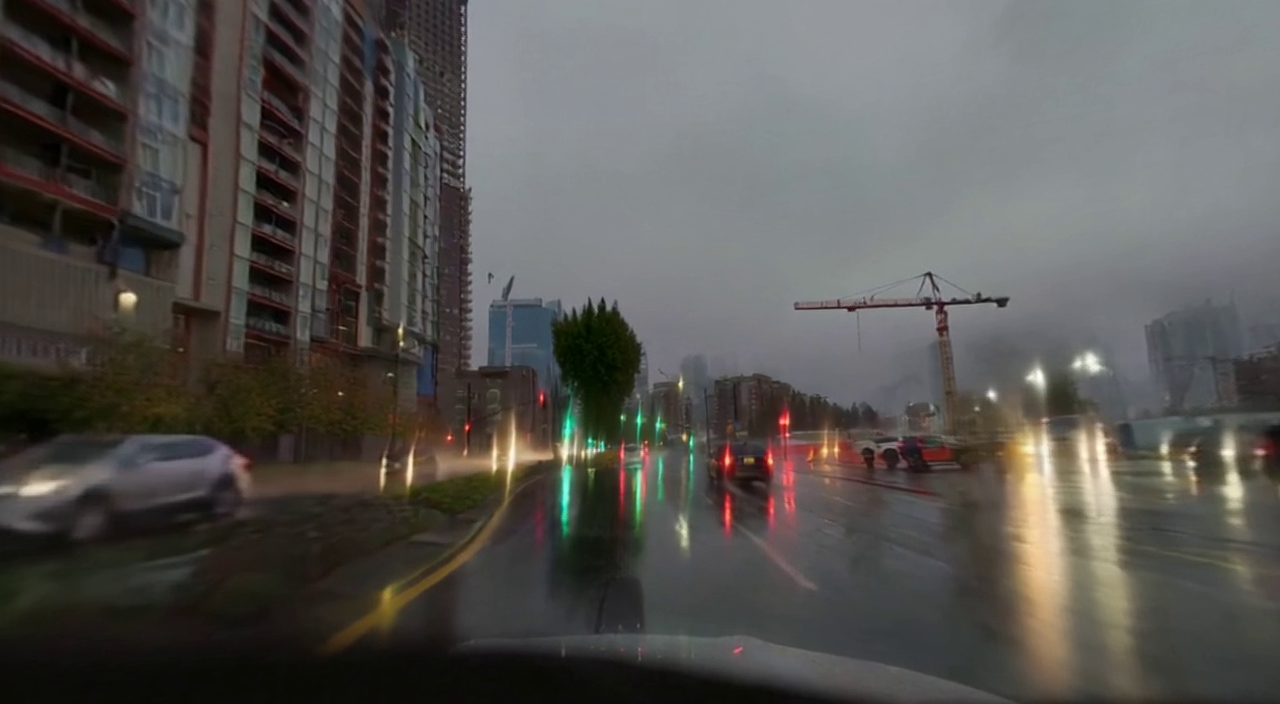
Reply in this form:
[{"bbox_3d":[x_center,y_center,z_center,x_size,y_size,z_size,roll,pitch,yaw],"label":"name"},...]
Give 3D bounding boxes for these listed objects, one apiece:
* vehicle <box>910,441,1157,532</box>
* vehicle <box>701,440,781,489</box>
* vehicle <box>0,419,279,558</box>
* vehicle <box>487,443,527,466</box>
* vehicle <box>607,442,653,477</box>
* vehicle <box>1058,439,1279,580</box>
[{"bbox_3d":[7.445,2.553,12.677,1.893,1.455,4.571,0,-9,-2],"label":"vehicle"},{"bbox_3d":[3.270,3.719,21.255,1.910,1.474,4.003,0,-9,-1],"label":"vehicle"},{"bbox_3d":[-7.973,1.955,9.764,2.072,1.623,4.564,0,-9,0],"label":"vehicle"},{"bbox_3d":[-10.405,8.054,49.801,1.973,1.646,4.427,-1,-9,3],"label":"vehicle"},{"bbox_3d":[-0.463,4.976,29.467,2.006,1.487,3.535,0,-9,0],"label":"vehicle"},{"bbox_3d":[7.589,1.796,7.662,1.883,1.452,4.598,0,-9,0],"label":"vehicle"}]
